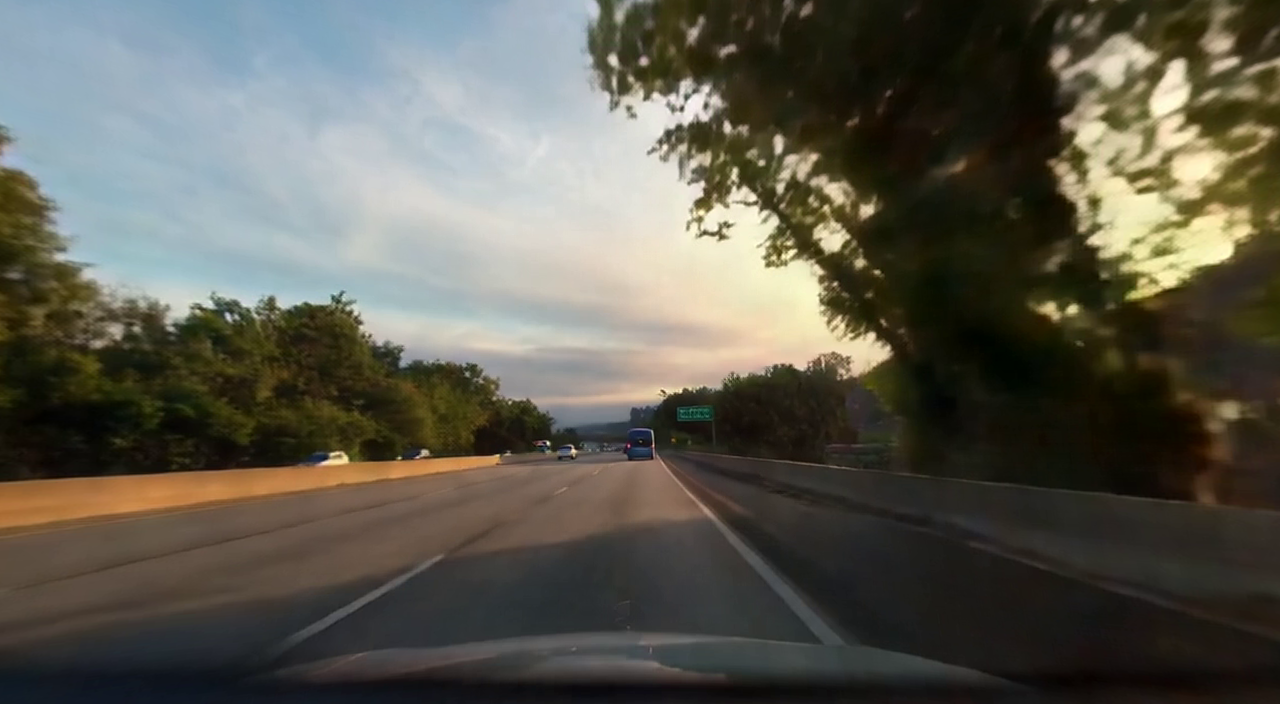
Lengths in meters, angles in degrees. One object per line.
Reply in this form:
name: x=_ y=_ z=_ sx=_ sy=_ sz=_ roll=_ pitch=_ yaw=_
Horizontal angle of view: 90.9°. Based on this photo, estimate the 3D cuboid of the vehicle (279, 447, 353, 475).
vehicle: x=-21.796 y=7.340 z=42.749 sx=2.017 sy=1.737 sz=5.648 roll=0 pitch=-8 yaw=1
